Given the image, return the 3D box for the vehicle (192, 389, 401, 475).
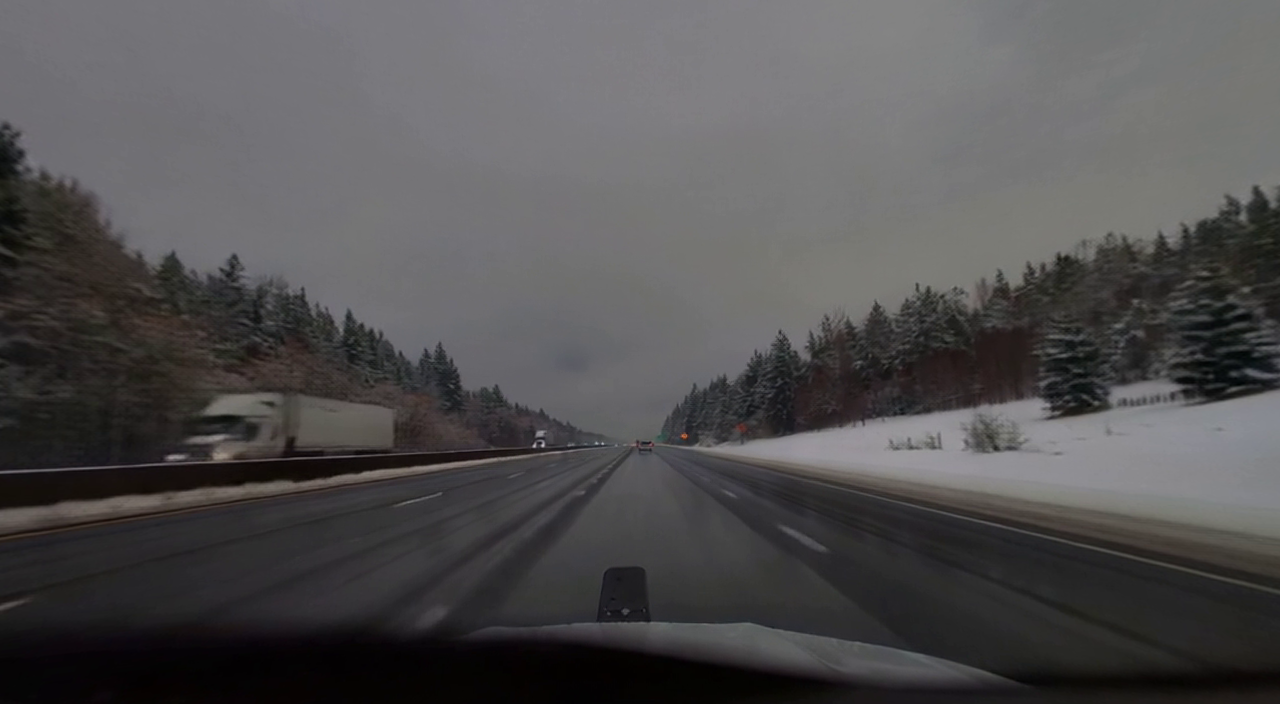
[{"bbox_3d":[-18.168,4.661,35.818,2.868,3.769,16.534,0,-8,-1],"label":"vehicle"}]
